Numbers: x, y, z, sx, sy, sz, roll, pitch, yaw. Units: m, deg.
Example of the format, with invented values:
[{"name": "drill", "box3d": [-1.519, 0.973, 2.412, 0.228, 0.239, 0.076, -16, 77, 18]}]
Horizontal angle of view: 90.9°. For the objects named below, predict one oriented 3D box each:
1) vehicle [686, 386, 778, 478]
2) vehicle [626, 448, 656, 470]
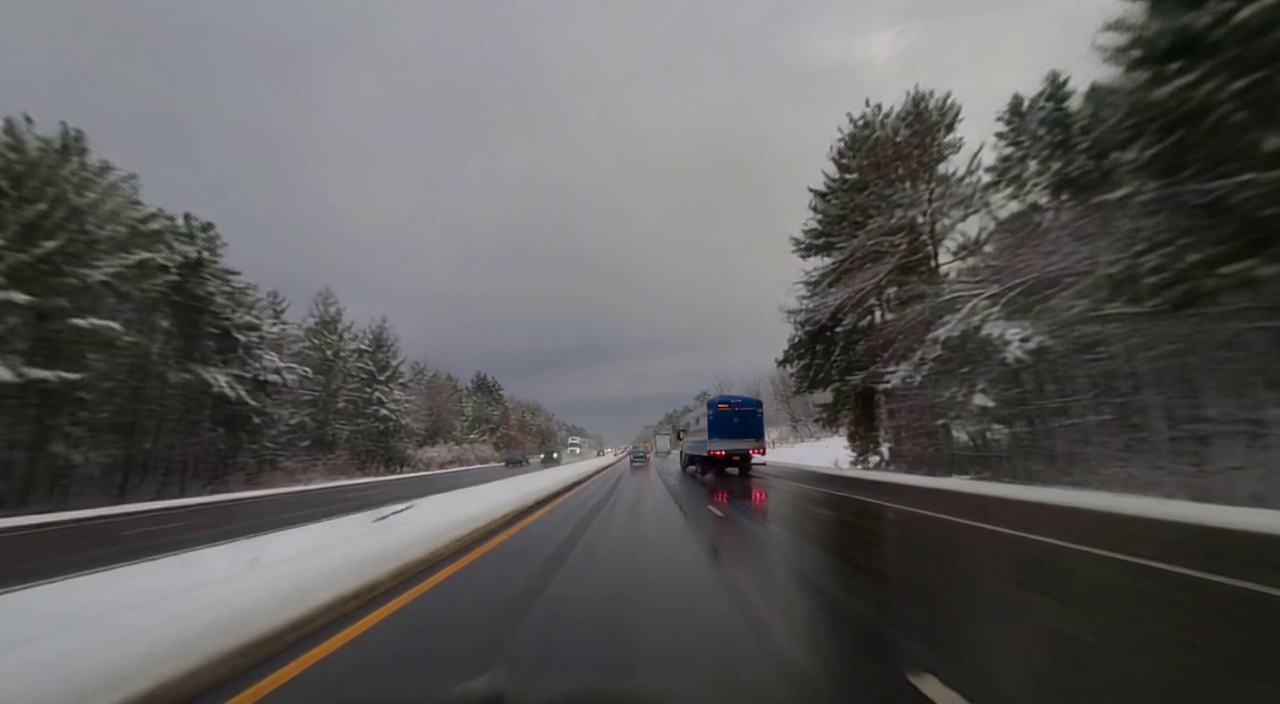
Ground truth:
[{"name": "vehicle", "box3d": [4.662, 4.707, 35.662, 2.939, 4.129, 14.300, 0, -9, 0]}, {"name": "vehicle", "box3d": [0.052, 7.265, 42.892, 1.926, 1.386, 3.615, 0, -9, 0]}]
